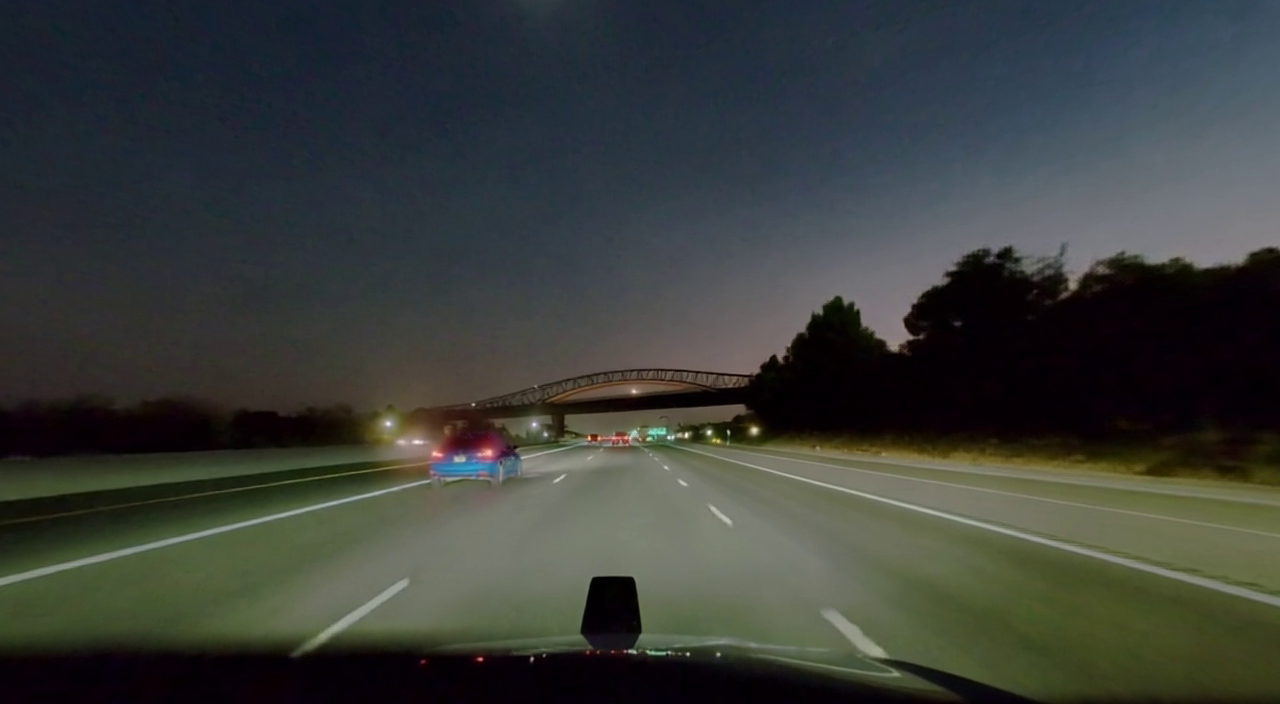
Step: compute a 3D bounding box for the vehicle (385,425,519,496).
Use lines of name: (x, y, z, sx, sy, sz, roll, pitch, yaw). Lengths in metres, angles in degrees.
vehicle: (-4.521, 2.670, 15.952, 2.017, 1.537, 4.496, 0, -8, 0)

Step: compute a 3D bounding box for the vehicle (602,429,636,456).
vehicle: (-1.314, 5.938, 41.368, 2.116, 1.625, 4.004, 0, -8, 0)
